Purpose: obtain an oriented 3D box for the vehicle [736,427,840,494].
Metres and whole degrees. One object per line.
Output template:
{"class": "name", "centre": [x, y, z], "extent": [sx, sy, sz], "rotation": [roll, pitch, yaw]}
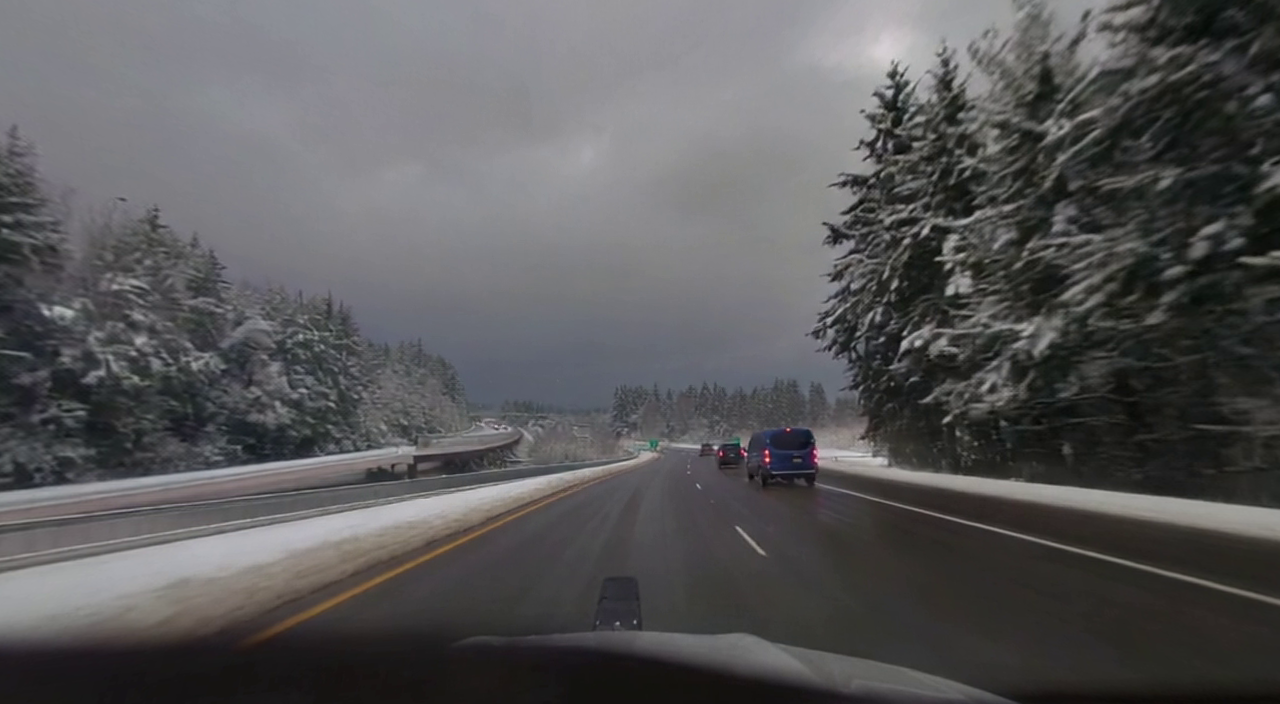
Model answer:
{"class": "vehicle", "centre": [4.667, 3.526, 20.670], "extent": [2.205, 1.923, 4.956], "rotation": [0, -9, 0]}
